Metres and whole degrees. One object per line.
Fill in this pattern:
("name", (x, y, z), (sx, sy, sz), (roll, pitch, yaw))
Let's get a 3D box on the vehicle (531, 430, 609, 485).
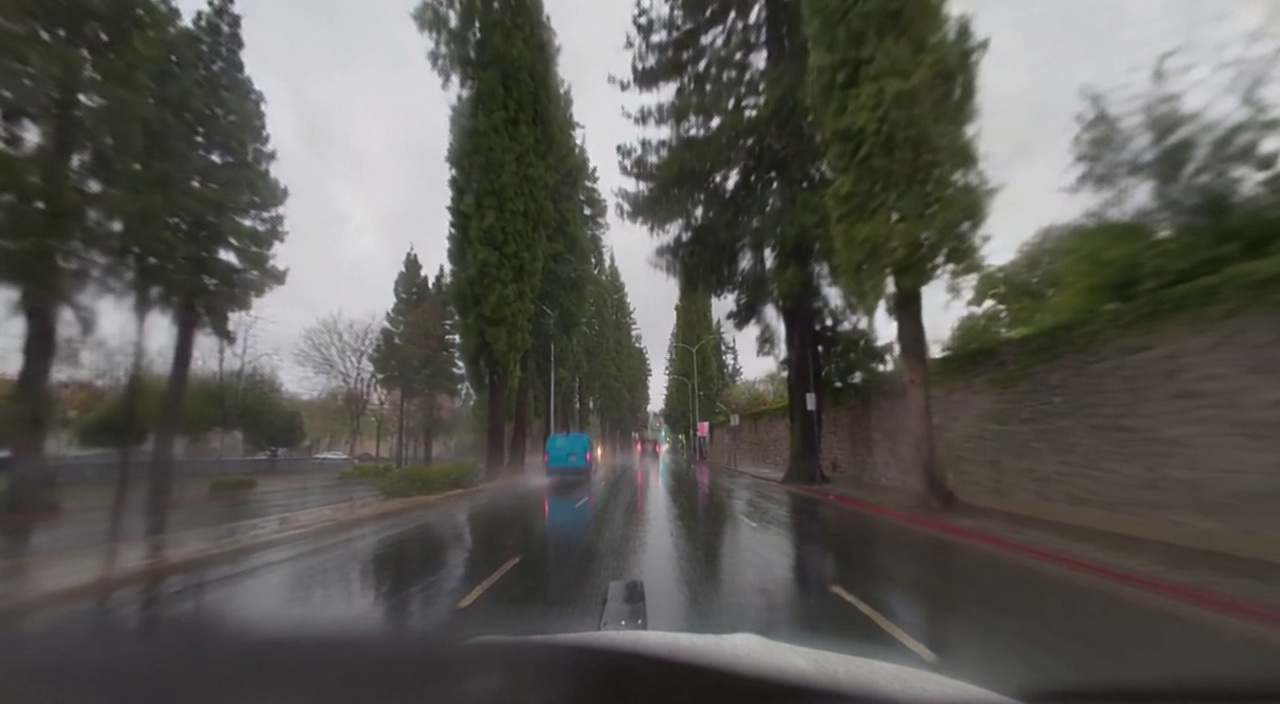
("vehicle", (-2.494, 3.956, 23.805), (2.281, 1.837, 4.845), (0, -8, 2))
